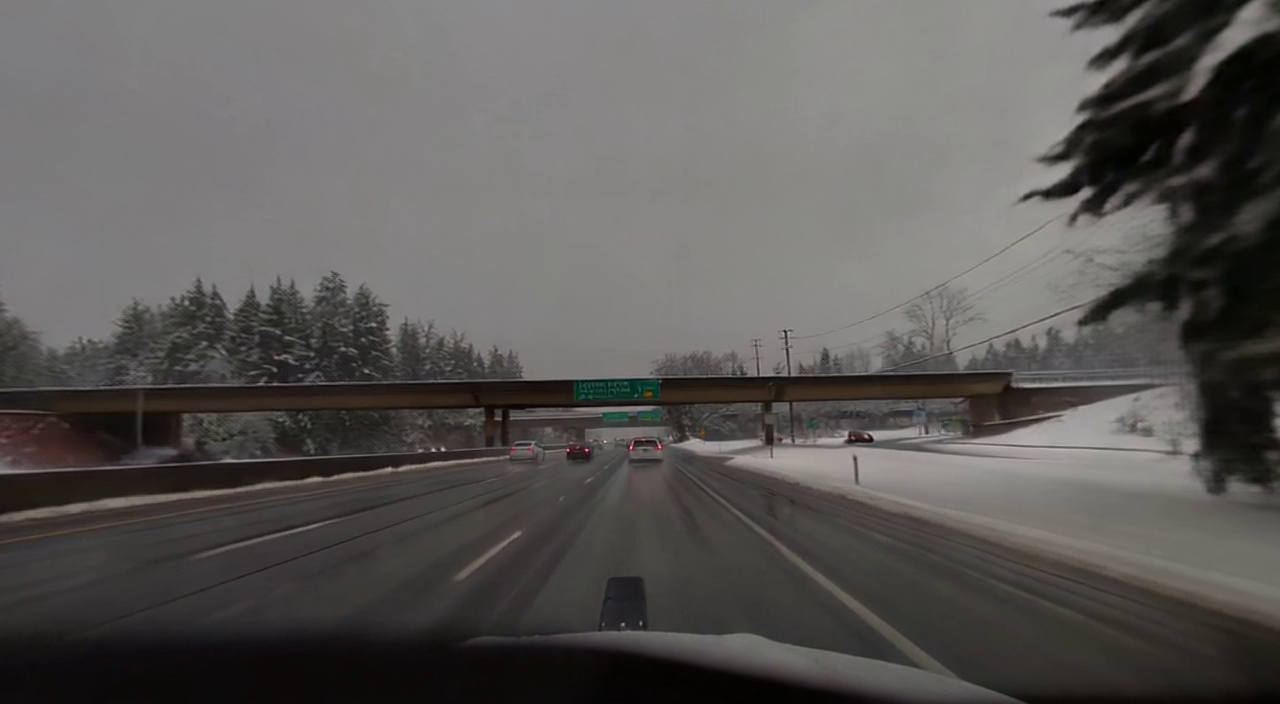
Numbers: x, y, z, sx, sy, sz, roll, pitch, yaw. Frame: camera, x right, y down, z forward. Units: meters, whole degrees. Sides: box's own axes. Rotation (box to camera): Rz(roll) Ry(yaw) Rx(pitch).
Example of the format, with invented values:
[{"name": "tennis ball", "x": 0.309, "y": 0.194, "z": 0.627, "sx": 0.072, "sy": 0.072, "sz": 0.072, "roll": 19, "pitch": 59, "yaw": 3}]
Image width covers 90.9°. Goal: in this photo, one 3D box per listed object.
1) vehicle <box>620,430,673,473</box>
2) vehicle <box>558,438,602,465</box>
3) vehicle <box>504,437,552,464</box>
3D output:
[{"name": "vehicle", "x": 0.268, "y": 4.347, "z": 27.763, "sx": 2.152, "sy": 1.697, "sz": 4.066, "roll": 0, "pitch": -8, "yaw": 0}, {"name": "vehicle", "x": -3.405, "y": 5.795, "z": 36.880, "sx": 2.056, "sy": 1.464, "sz": 4.564, "roll": 0, "pitch": -8, "yaw": 1}, {"name": "vehicle", "x": -7.249, "y": 6.414, "z": 41.362, "sx": 2.139, "sy": 1.653, "sz": 4.614, "roll": 0, "pitch": -8, "yaw": 2}]
